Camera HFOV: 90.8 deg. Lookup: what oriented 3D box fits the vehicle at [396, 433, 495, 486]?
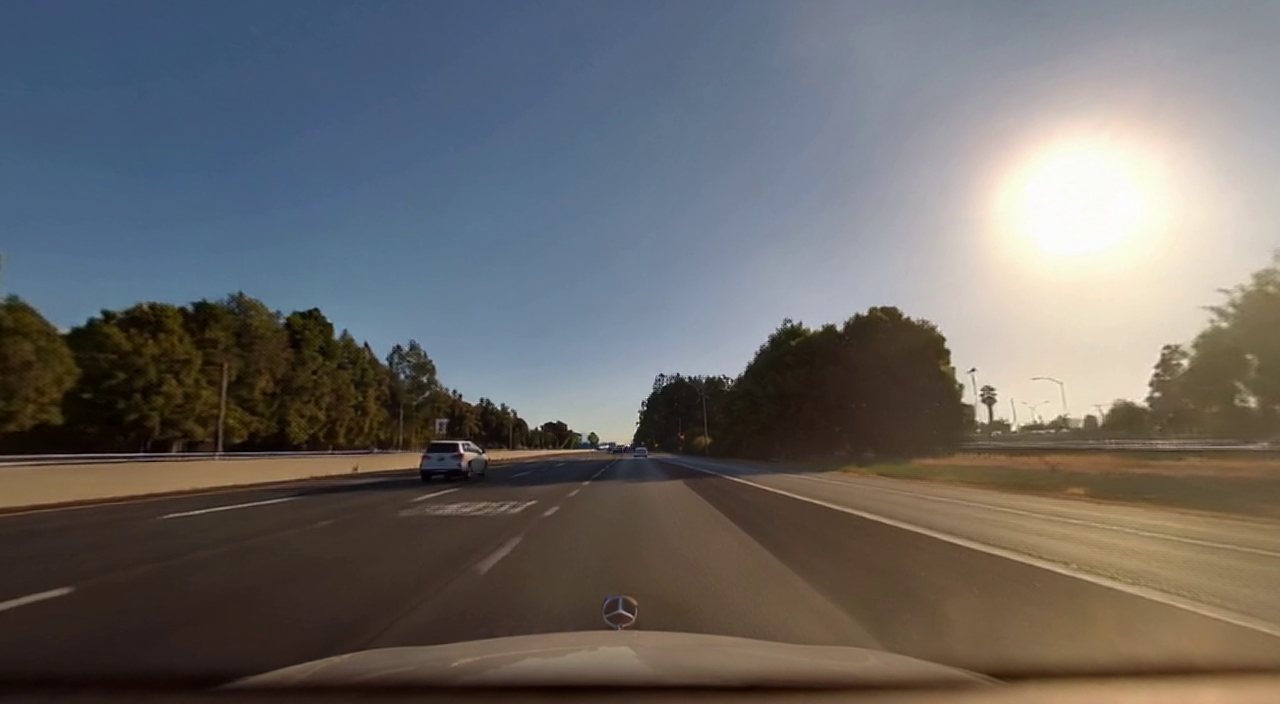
[{"bbox_3d":[-7.205,4.029,24.043,2.231,1.807,4.758,0,-8,0],"label":"vehicle"}]
